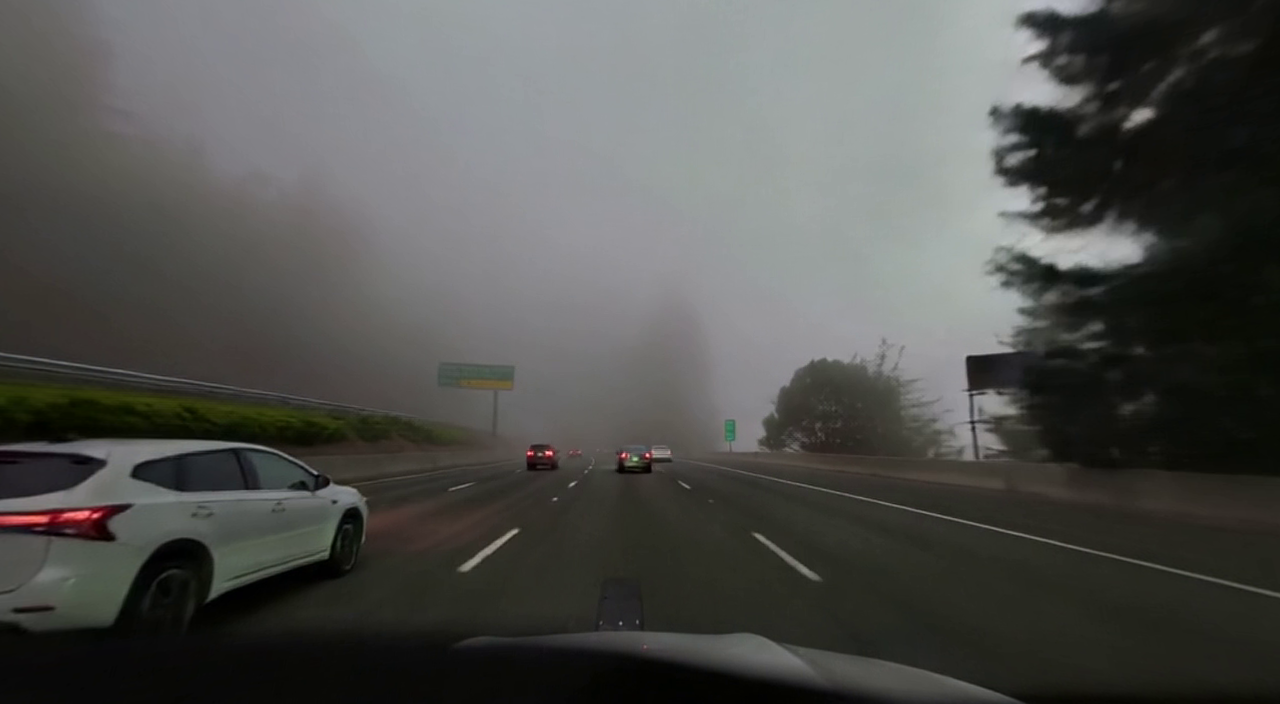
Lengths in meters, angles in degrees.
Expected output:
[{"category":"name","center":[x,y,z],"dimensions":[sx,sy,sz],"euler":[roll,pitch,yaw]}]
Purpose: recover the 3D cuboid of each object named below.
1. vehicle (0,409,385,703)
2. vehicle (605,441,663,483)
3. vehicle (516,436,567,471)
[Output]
[{"category":"vehicle","center":[-4.020,1.307,4.862],"dimensions":[2.049,1.482,4.981],"euler":[0,-9,0]},{"category":"vehicle","center":[-0.336,4.205,24.373],"dimensions":[1.947,1.437,4.345],"euler":[0,-9,-4]},{"category":"vehicle","center":[-5.273,5.506,34.400],"dimensions":[2.244,1.755,4.417],"euler":[0,-9,-3]}]
